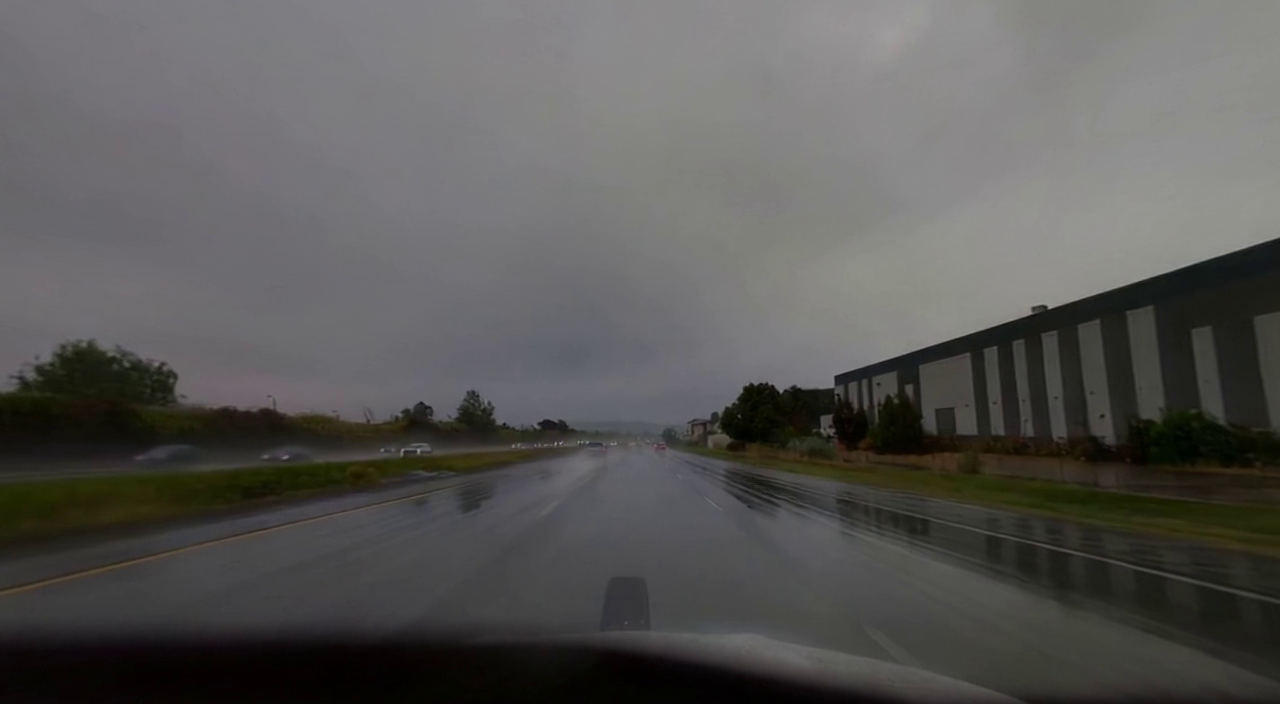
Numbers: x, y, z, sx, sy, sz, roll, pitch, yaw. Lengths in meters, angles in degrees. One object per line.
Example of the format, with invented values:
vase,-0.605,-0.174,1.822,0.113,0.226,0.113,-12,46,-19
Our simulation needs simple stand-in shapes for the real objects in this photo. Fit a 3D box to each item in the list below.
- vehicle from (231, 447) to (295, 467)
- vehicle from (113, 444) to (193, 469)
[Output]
vehicle,-28.415,7.916,47.734,1.855,1.480,4.724,0,-9,1
vehicle,-35.813,7.688,46.527,1.948,1.780,4.781,0,-9,1
